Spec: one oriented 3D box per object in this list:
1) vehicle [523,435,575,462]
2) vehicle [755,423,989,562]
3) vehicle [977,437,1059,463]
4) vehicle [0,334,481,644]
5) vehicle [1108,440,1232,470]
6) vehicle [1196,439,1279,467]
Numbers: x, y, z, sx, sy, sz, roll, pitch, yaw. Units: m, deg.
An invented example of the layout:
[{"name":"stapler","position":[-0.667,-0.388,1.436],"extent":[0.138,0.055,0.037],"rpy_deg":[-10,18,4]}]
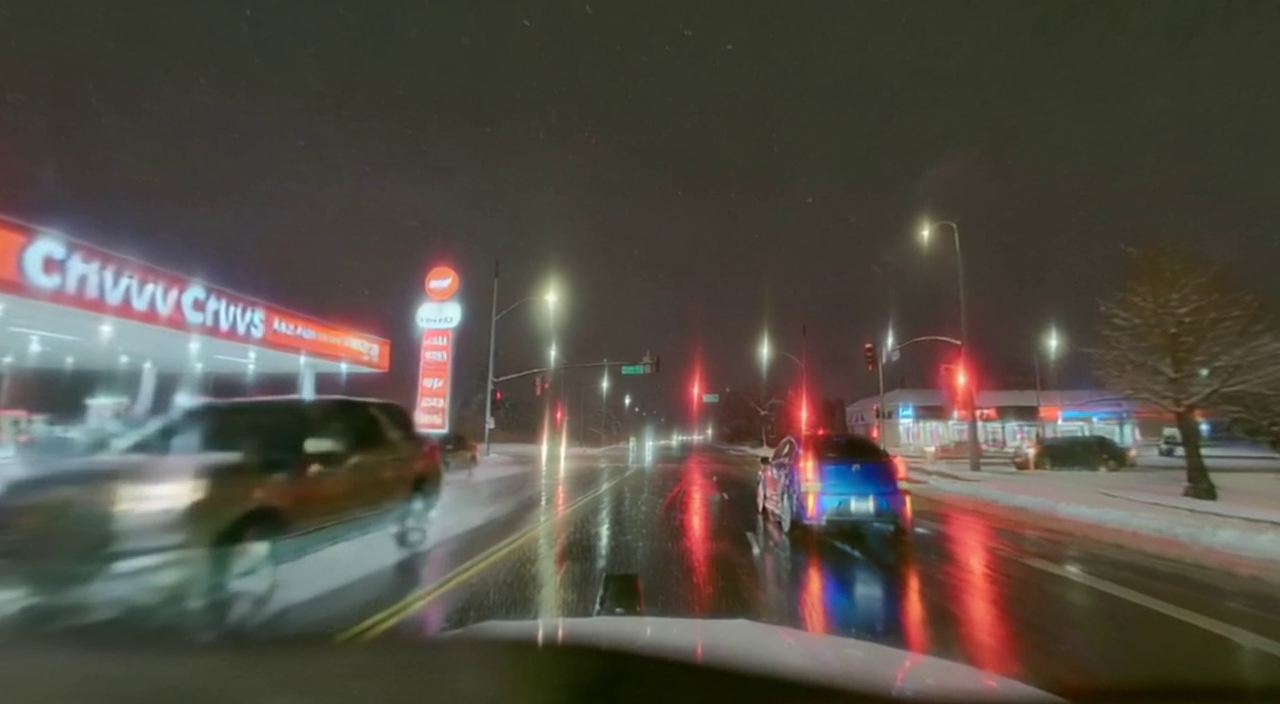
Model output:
[{"name":"vehicle","position":[-6.387,6.679,43.847],"extent":[2.196,1.696,4.484],"rpy_deg":[4,-9,-27]},{"name":"vehicle","position":[2.984,1.886,9.299],"extent":[1.995,1.525,4.392],"rpy_deg":[-1,-8,3]},{"name":"vehicle","position":[25.595,6.631,42.964],"extent":[4.562,1.676,1.819],"rpy_deg":[-5,-10,29]},{"name":"vehicle","position":[-3.645,1.227,6.655],"extent":[2.334,1.966,5.056],"rpy_deg":[-1,-8,3]},{"name":"vehicle","position":[27.195,5.289,32.618],"extent":[4.510,1.483,1.774],"rpy_deg":[-4,-9,24]},{"name":"vehicle","position":[36.716,6.044,37.851],"extent":[4.568,1.643,1.911],"rpy_deg":[-3,-9,18]}]
